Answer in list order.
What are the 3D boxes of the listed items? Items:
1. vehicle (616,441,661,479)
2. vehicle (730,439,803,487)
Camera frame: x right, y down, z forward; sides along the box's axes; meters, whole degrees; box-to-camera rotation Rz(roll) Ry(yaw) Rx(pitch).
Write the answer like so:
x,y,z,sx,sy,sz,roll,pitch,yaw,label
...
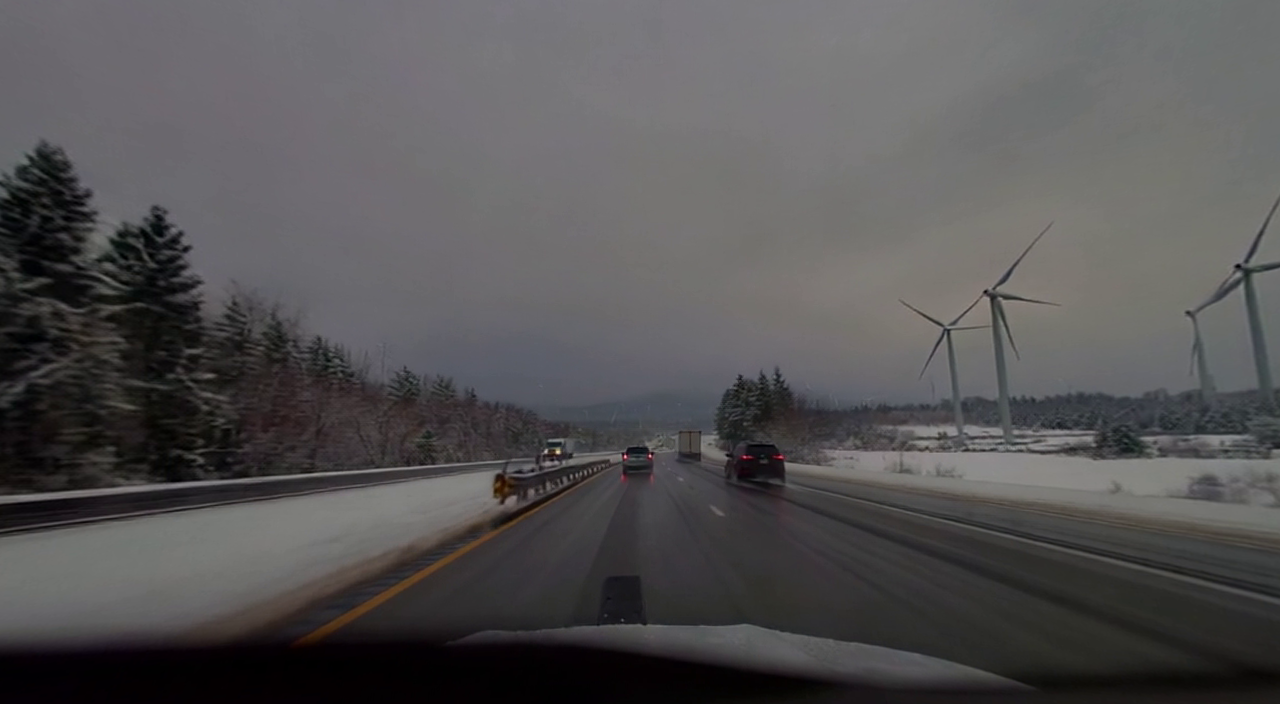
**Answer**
x,y,z,sx,sy,sz,roll,pitch,yaw,label
-0.045,5.272,31.005,2.038,1.723,4.150,0,-9,1,vehicle
4.944,4.389,25.265,2.040,1.721,4.507,0,-9,1,vehicle
